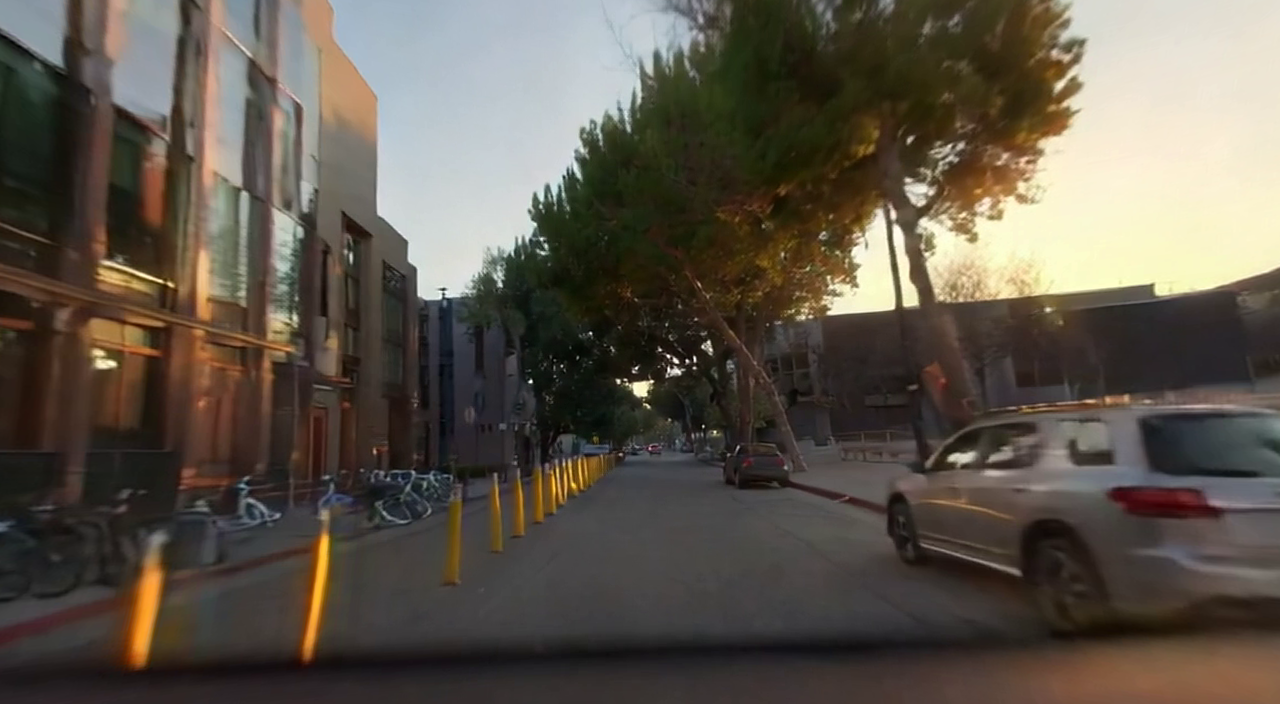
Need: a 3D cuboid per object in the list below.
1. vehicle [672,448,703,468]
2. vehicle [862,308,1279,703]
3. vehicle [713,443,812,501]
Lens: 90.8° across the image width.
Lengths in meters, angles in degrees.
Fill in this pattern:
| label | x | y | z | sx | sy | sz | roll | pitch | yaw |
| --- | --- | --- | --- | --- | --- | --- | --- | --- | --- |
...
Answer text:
| label | x | y | z | sx | sy | sz | roll | pitch | yaw |
| --- | --- | --- | --- | --- | --- | --- | --- | --- | --- |
| vehicle | 3.682 | 8.216 | 49.328 | 2.020 | 1.448 | 4.220 | -1 | -9 | -1 |
| vehicle | 3.731 | 1.088 | 4.877 | 2.180 | 1.869 | 4.736 | -1 | -9 | -1 |
| vehicle | 3.421 | 3.440 | 18.641 | 1.963 | 1.445 | 4.948 | -1 | -9 | 1 |
